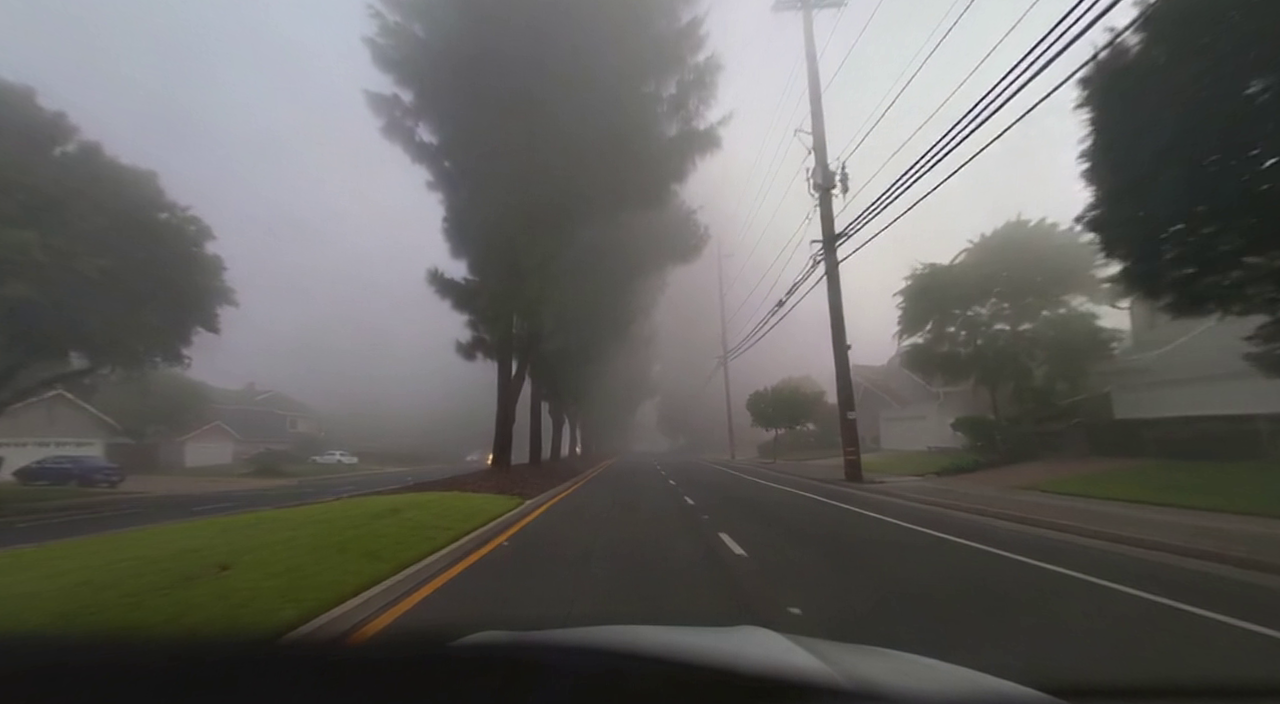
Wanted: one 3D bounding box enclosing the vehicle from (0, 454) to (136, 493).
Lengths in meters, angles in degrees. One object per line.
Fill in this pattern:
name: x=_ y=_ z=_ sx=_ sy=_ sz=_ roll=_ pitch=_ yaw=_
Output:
vehicle: x=-26.978 y=5.674 z=29.703 sx=4.929 sy=1.667 sz=1.930 roll=0 pitch=-8 yaw=2
